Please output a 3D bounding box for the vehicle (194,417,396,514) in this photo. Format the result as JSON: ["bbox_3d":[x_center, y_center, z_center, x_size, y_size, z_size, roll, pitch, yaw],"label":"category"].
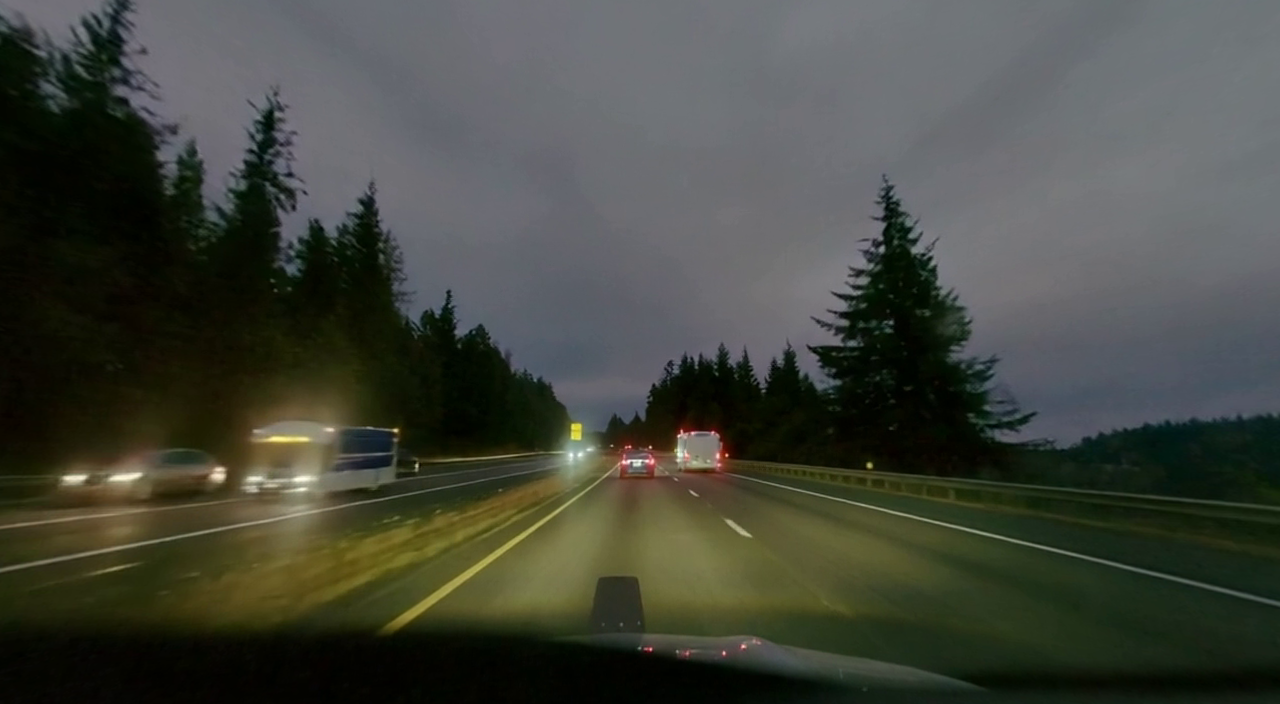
[{"bbox_3d":[-7.768,2.627,14.964,2.023,1.871,4.993,0,-9,-1],"label":"vehicle"}]

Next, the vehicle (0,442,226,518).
[{"bbox_3d":[-11.484,2.778,14.157,1.752,1.442,3.808,0,-9,0],"label":"vehicle"}]

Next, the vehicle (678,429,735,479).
[{"bbox_3d":[3.726,5.869,36.427,2.513,2.633,5.930,0,-9,-1],"label":"vehicle"}]

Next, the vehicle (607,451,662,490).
[{"bbox_3d":[-0.201,4.722,25.501,2.037,1.417,3.885,0,-9,0],"label":"vehicle"}]
